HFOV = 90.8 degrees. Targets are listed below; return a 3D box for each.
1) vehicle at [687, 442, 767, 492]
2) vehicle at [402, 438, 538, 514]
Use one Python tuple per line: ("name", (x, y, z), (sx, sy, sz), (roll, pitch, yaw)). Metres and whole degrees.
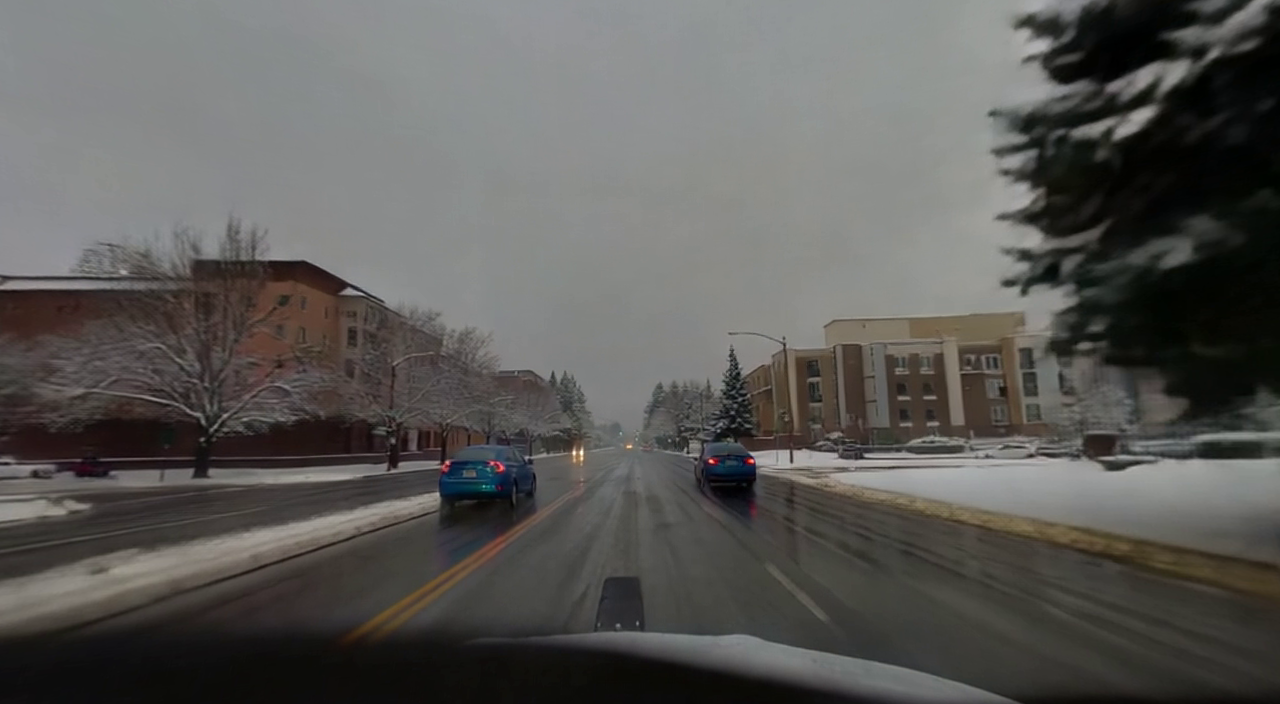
("vehicle", (2.786, 3.803, 21.224), (1.978, 1.471, 4.426), (0, -9, -1))
("vehicle", (-3.805, 2.857, 15.007), (2.062, 1.527, 4.044), (0, -9, 0))
